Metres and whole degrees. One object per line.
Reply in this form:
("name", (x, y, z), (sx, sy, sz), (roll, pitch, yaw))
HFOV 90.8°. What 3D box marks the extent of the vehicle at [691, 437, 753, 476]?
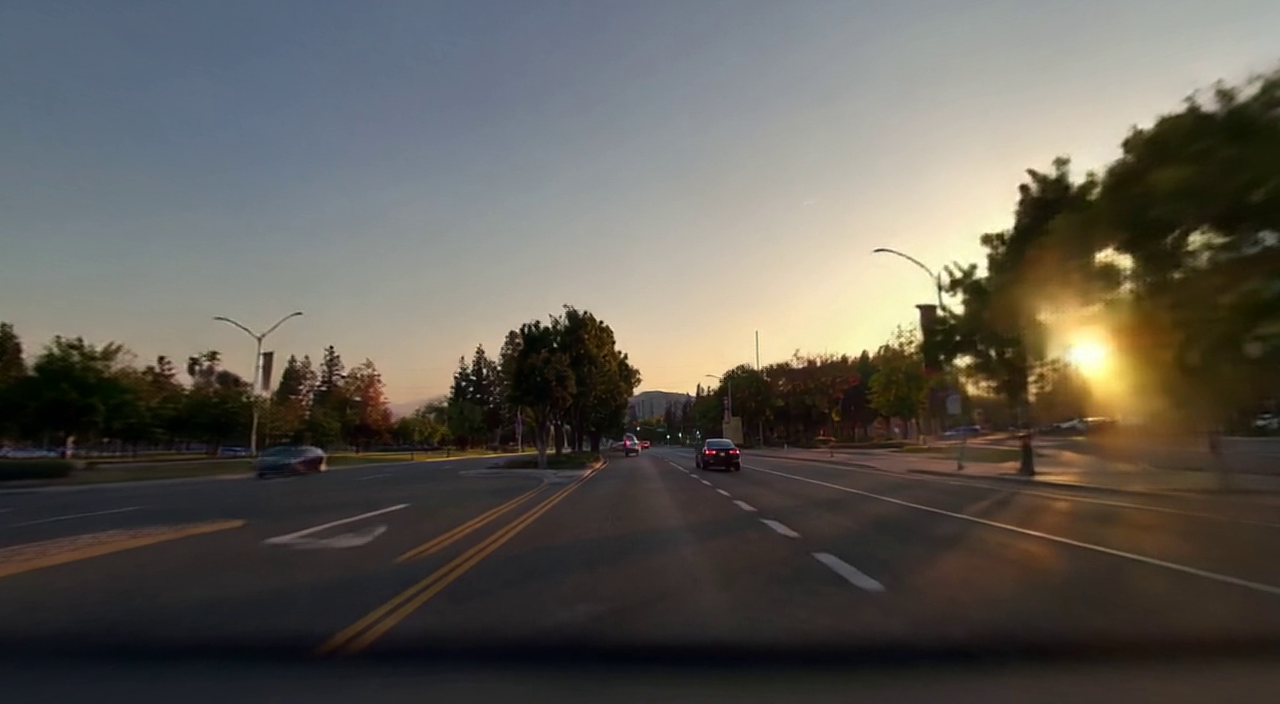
("vehicle", (3.414, 4.444, 27.134), (1.948, 1.479, 4.620), (0, -8, -1))
